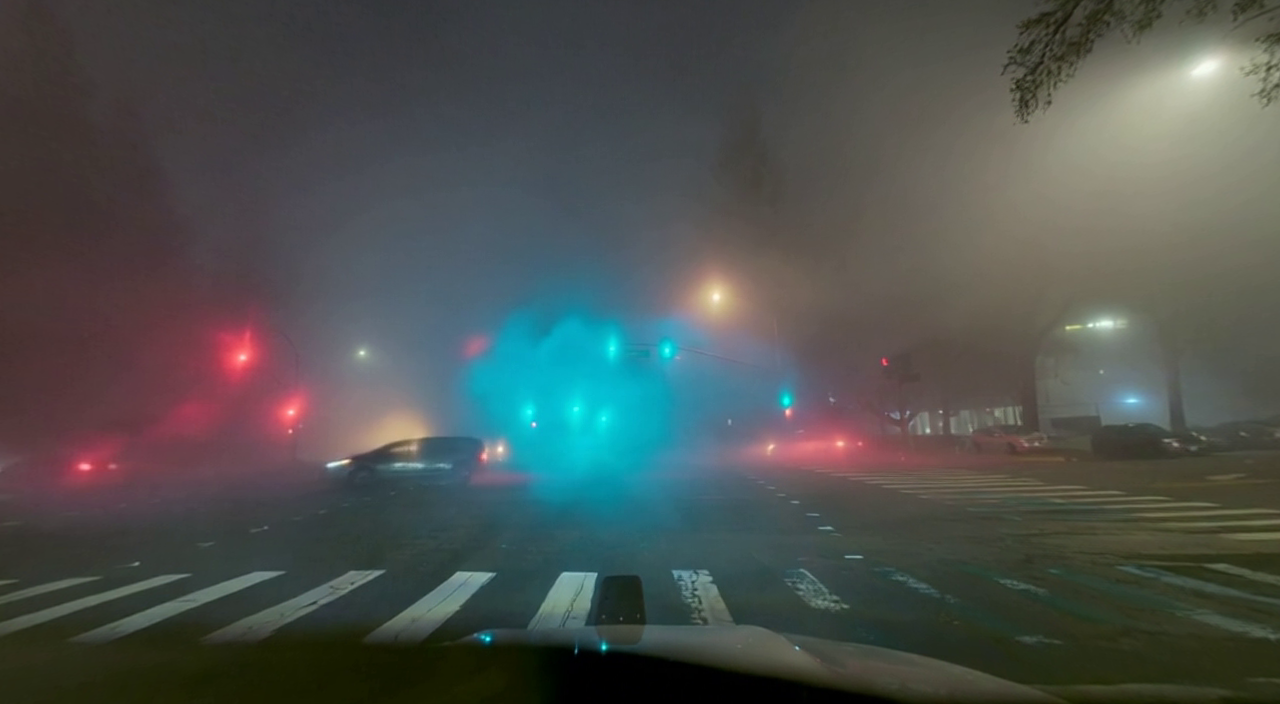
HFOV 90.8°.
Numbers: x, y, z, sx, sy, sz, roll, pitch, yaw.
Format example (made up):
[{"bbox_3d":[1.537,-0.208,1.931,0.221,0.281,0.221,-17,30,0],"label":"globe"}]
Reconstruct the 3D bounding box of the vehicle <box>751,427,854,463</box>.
[{"bbox_3d":[8.133,4.695,31.857,4.571,1.698,1.977,-7,-11,40],"label":"vehicle"}]

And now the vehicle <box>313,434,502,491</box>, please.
[{"bbox_3d":[-6.699,3.178,18.585,4.916,1.504,1.846,2,-9,-19],"label":"vehicle"}]

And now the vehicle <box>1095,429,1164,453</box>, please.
[{"bbox_3d":[33.269,6.090,43.094,2.090,1.494,4.321,-3,-9,15],"label":"vehicle"}]

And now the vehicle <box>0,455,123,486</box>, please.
[{"bbox_3d":[-26.445,5.404,28.880,4.046,1.306,1.719,0,-8,-1],"label":"vehicle"}]

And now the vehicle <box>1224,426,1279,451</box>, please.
[{"bbox_3d":[42.271,5.731,41.918,2.037,1.614,5.175,0,-8,0],"label":"vehicle"}]

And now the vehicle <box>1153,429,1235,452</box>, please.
[{"bbox_3d":[36.581,5.878,41.831,1.726,1.429,4.163,-1,-8,2],"label":"vehicle"}]
